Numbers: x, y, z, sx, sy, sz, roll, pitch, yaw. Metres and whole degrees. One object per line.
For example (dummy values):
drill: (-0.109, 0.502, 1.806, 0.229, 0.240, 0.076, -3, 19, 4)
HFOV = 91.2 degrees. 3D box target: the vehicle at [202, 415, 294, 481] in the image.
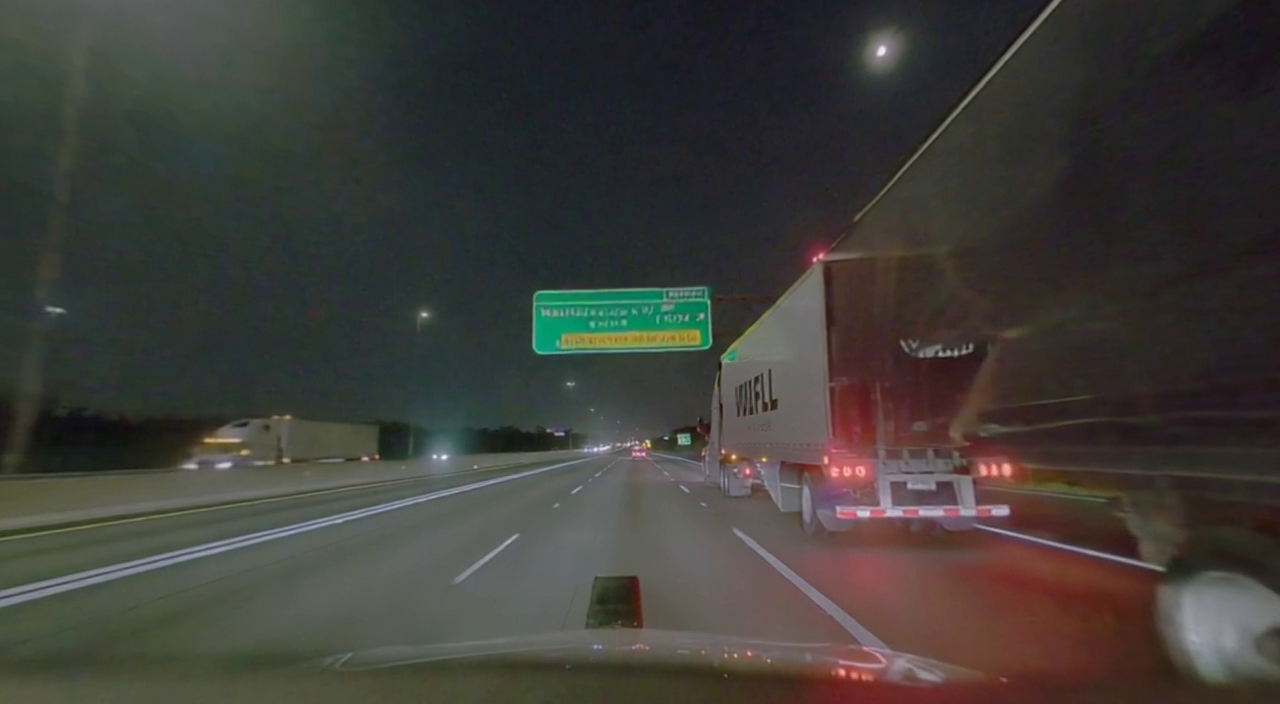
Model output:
vehicle: (-23.324, 5.743, 37.493, 2.904, 3.739, 3.648, 0, -9, 0)

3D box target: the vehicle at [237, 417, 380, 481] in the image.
vehicle: (-23.280, 7.041, 45.550, 2.896, 3.850, 14.049, 0, -9, -1)

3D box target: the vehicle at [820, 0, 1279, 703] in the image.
vehicle: (4.006, 0.054, 4.246, 2.869, 4.013, 8.610, 0, -9, 0)
